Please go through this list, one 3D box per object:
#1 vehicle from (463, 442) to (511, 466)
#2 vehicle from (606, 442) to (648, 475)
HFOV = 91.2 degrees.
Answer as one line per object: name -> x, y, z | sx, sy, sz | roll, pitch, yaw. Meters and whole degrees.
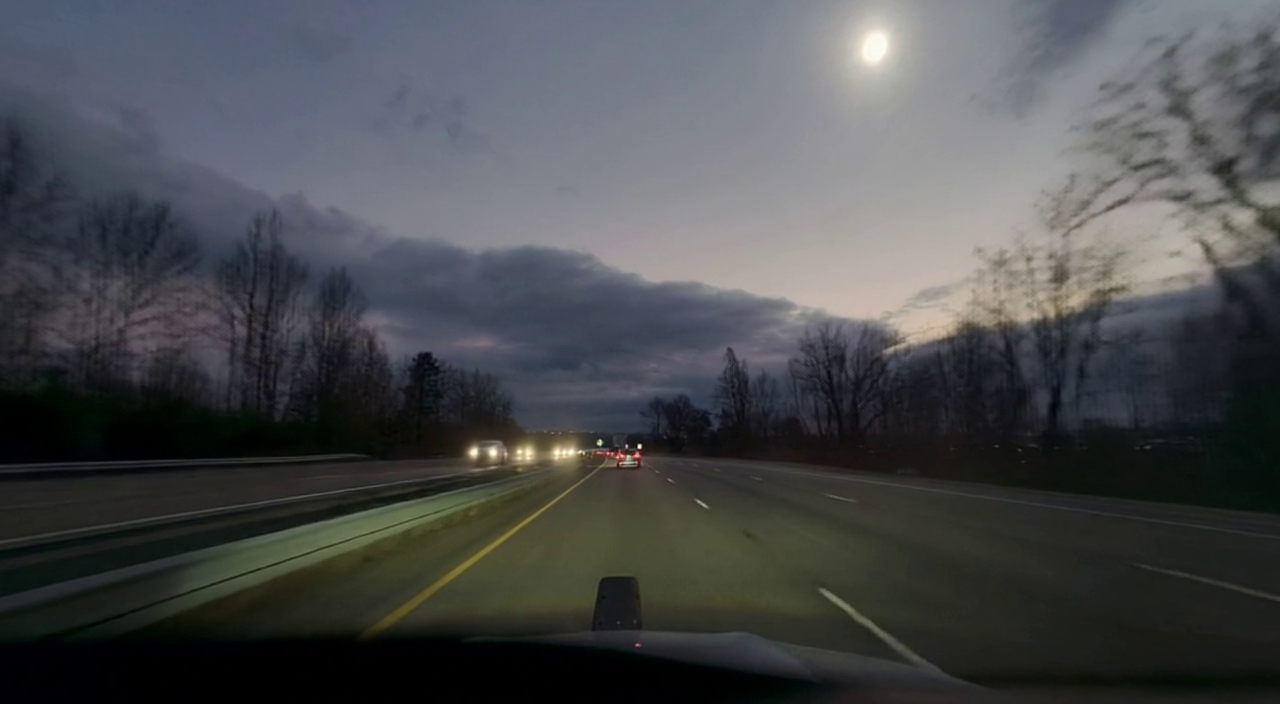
vehicle -> -10.447, 7.026, 43.142 | 2.128, 1.510, 5.066 | 0, -9, -1
vehicle -> -0.729, 5.867, 34.667 | 2.151, 1.693, 4.201 | 0, -9, -2
